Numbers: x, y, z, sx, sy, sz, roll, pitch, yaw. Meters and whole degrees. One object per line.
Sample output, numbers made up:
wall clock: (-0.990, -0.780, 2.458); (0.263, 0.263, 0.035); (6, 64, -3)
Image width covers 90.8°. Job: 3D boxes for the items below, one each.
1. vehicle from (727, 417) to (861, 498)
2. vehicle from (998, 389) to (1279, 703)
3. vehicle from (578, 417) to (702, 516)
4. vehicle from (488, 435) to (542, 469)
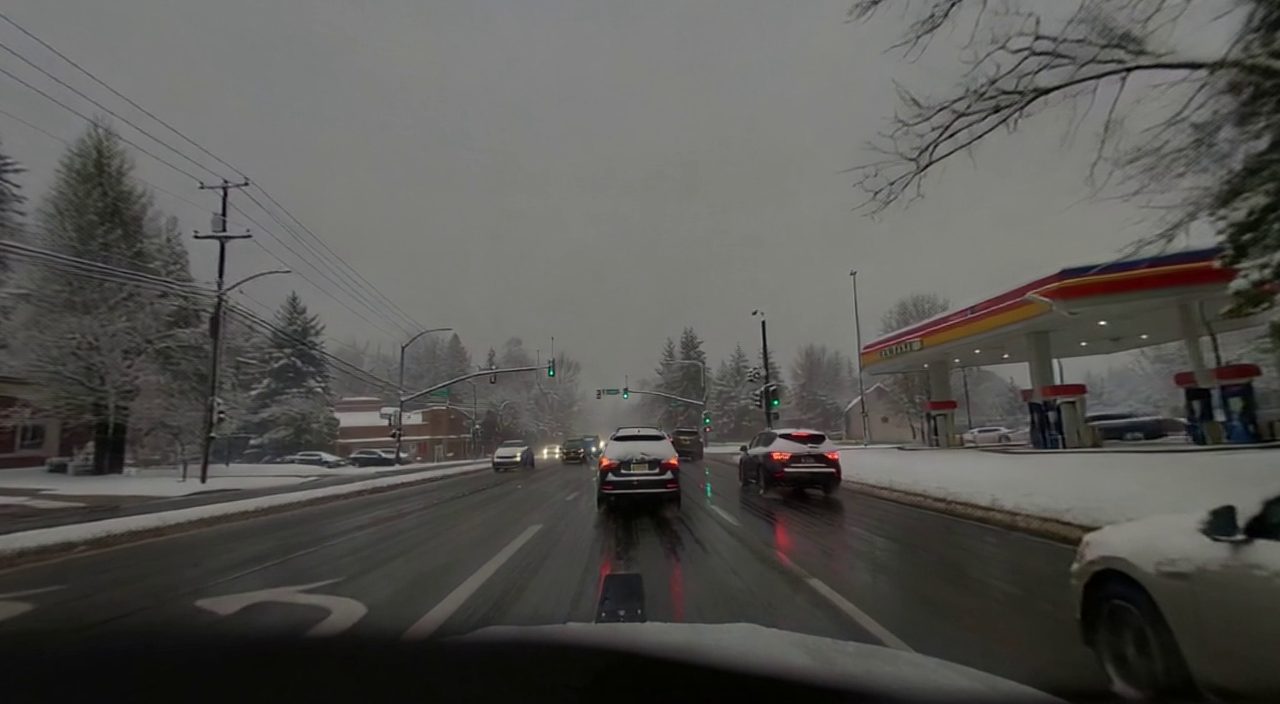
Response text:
vehicle: (3.770, 2.715, 16.586); (2.116, 1.791, 5.006); (0, -8, -2)
vehicle: (3.331, 0.811, 1.892); (1.904, 1.472, 4.358); (0, -8, -1)
vehicle: (-0.070, 2.297, 13.061); (2.164, 1.718, 3.881); (0, -8, -2)
vehicle: (-6.515, 5.283, 33.529); (1.994, 1.695, 4.471); (0, -8, -1)
